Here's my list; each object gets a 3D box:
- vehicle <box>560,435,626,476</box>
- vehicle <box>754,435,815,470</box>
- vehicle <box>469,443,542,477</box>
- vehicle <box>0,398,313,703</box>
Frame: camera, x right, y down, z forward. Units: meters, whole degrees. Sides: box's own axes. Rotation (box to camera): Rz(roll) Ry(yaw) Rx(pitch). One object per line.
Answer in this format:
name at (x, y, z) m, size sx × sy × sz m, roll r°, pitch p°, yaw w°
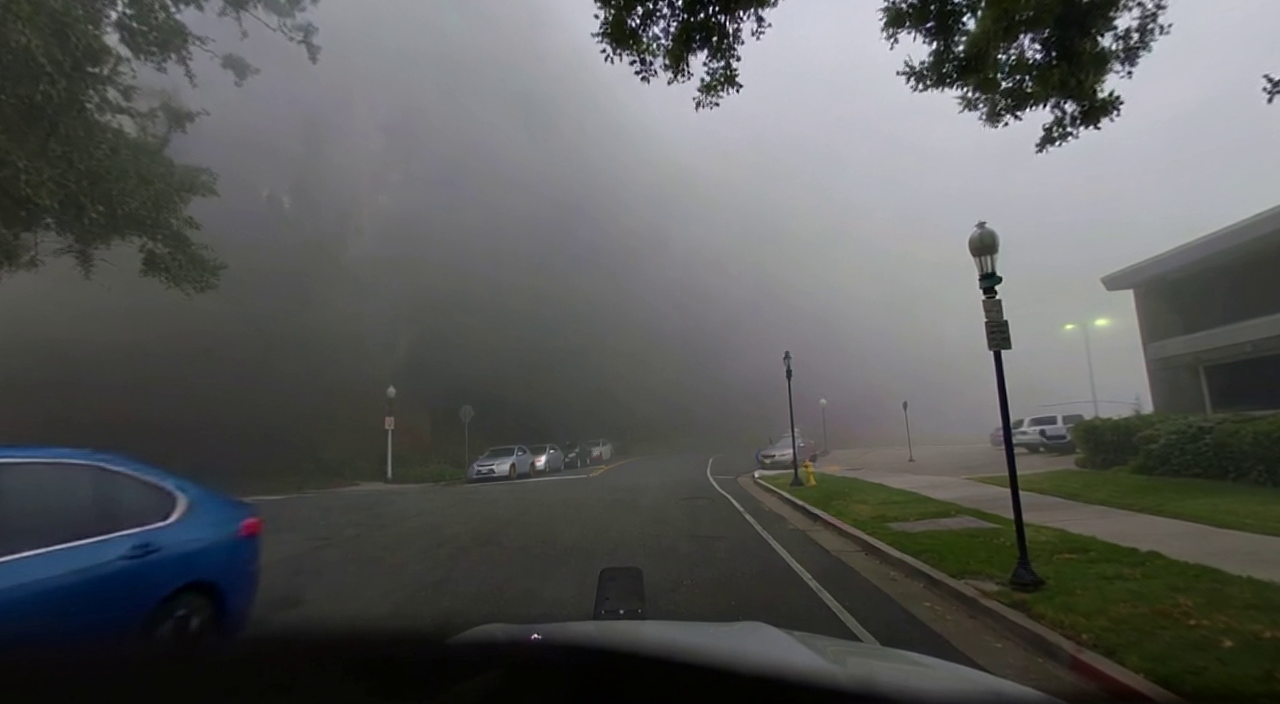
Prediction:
vehicle at (-1.974, 4.572, 28.126) m, size 2.110 × 1.651 × 4.410 m, roll -1°, pitch -9°, yaw 7°
vehicle at (6.685, 4.689, 29.696) m, size 1.918 × 1.461 × 4.419 m, roll -1°, pitch -8°, yaw 1°
vehicle at (-6.075, 4.942, 29.085) m, size 1.968 × 1.443 × 4.358 m, roll -1°, pitch -9°, yaw 6°
vehicle at (-3.527, 0.937, 2.413) m, size 2.056 × 1.508 × 4.596 m, roll 0°, pitch -9°, yaw 1°
